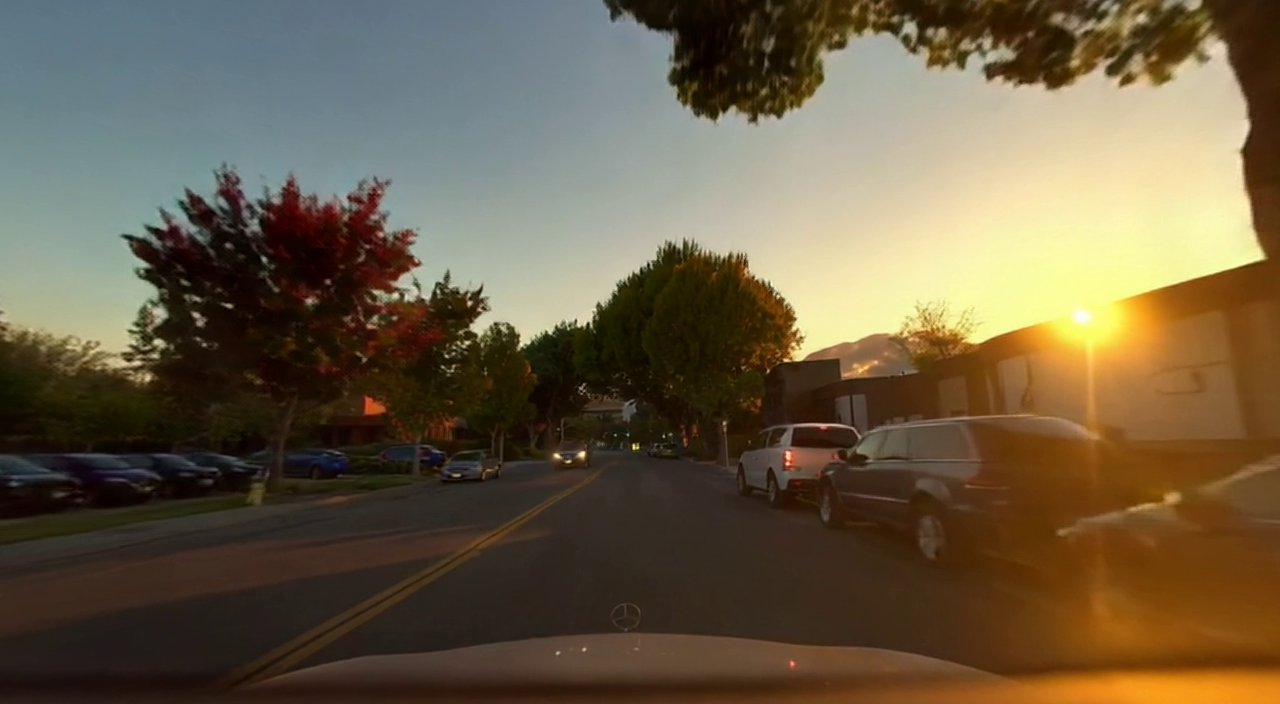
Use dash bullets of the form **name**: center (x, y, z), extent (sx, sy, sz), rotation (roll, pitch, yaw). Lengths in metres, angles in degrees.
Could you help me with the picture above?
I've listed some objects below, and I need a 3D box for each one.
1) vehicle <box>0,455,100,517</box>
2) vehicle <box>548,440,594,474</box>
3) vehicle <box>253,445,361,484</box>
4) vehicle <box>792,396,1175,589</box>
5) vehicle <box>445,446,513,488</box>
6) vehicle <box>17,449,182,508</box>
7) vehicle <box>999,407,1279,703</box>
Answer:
- **vehicle**: center (-16.528, 3.432, 16.493), extent (4.018, 1.401, 1.912), rotation (-4, -9, 21)
- **vehicle**: center (-3.846, 5.916, 35.947), extent (2.088, 1.772, 4.375), rotation (-1, -9, 0)
- **vehicle**: center (-15.613, 5.240, 29.591), extent (4.696, 1.681, 1.905), rotation (-4, -9, 24)
- **vehicle**: center (3.873, 1.706, 8.633), extent (2.094, 1.789, 5.286), rotation (0, -9, -2)
- **vehicle**: center (-7.136, 5.081, 28.394), extent (1.928, 1.537, 4.439), rotation (-5, -8, -2)
- **vehicle**: center (-16.421, 3.759, 19.201), extent (4.452, 1.552, 2.158), rotation (-5, -10, 27)
- **vehicle**: center (4.083, 0.982, 2.684), extent (1.952, 1.538, 5.215), rotation (0, -8, -1)
